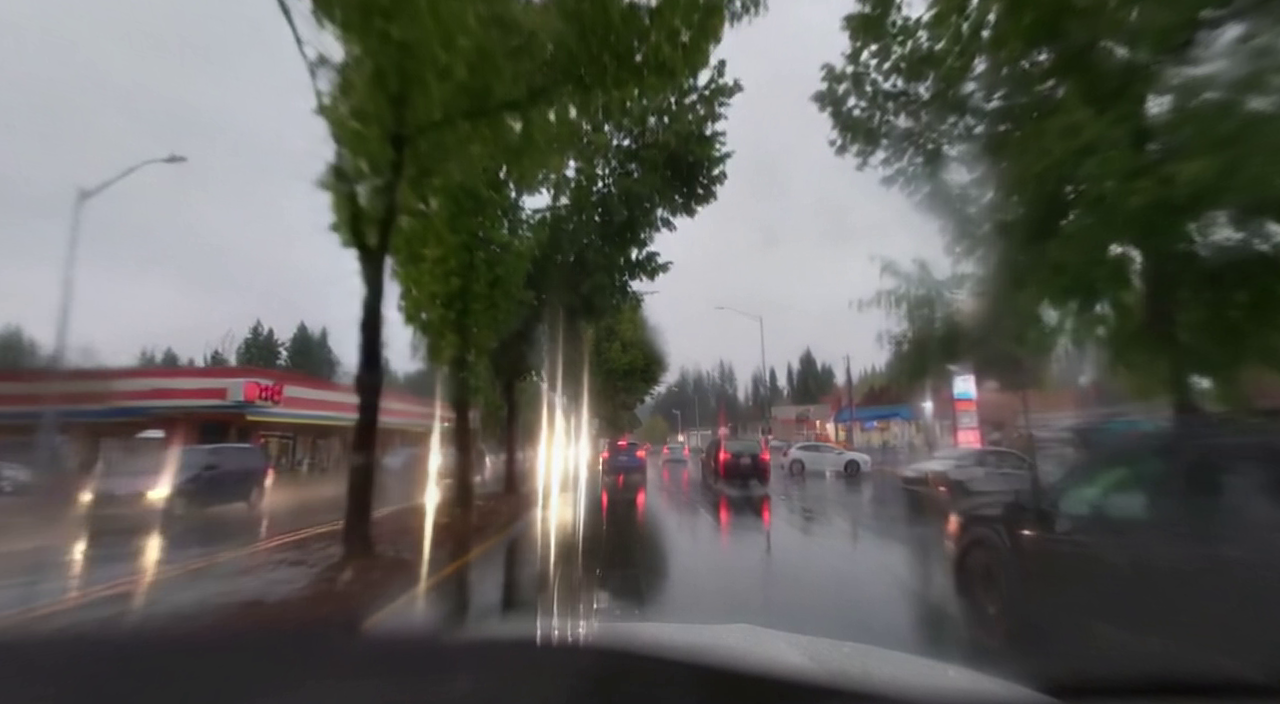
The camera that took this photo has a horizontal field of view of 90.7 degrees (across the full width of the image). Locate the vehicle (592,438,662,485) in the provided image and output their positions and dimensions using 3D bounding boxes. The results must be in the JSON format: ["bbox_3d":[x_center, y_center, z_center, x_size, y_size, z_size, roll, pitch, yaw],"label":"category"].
[{"bbox_3d":[-0.471,3.861,22.626,2.232,1.508,4.319,0,-9,-1],"label":"vehicle"}]

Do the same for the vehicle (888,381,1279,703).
[{"bbox_3d":[3.212,1.001,3.145,2.097,1.502,4.470,0,-9,-1],"label":"vehicle"}]

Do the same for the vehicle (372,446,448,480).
[{"bbox_3d":[-11.779,5.696,32.754,2.117,1.592,4.660,0,-9,1],"label":"vehicle"}]

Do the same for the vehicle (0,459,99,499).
[{"bbox_3d":[-25.263,5.171,25.920,4.673,1.481,1.995,-2,-9,8],"label":"vehicle"}]

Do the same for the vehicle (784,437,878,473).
[{"bbox_3d":[9.867,5.389,33.056,4.464,1.755,2.236,-2,-9,14],"label":"vehicle"}]

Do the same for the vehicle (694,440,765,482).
[{"bbox_3d":[3.351,4.167,24.483,2.060,1.471,4.168,0,-9,-1],"label":"vehicle"}]

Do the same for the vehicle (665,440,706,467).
[{"bbox_3d":[2.708,6.212,38.802,2.098,1.527,3.966,0,-9,-2],"label":"vehicle"}]

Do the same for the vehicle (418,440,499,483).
[{"bbox_3d":[-7.484,4.544,26.561,2.085,1.610,4.085,-1,-9,1],"label":"vehicle"}]

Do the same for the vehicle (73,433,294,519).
[{"bbox_3d":[-11.574,3.153,16.659,2.107,1.892,4.908,0,-9,0],"label":"vehicle"}]
